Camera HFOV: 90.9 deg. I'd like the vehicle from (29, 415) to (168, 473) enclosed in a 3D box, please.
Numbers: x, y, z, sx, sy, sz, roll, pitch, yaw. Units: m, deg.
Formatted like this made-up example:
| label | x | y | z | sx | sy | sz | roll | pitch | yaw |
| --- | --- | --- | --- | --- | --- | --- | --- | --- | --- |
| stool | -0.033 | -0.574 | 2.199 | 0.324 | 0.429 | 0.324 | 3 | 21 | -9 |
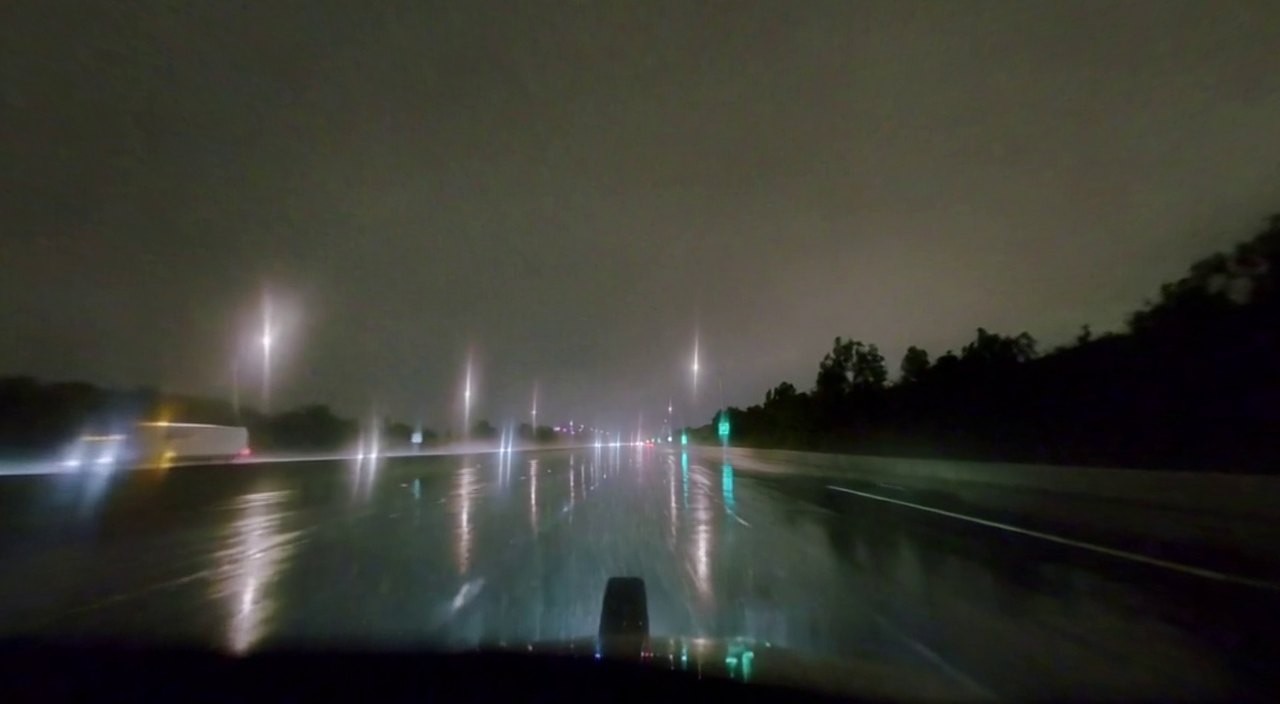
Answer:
| label | x | y | z | sx | sy | sz | roll | pitch | yaw |
| --- | --- | --- | --- | --- | --- | --- | --- | --- | --- |
| vehicle | -36.427 | 6.274 | 42.891 | 2.926 | 3.590 | 6.935 | -1 | -8 | 2 |
